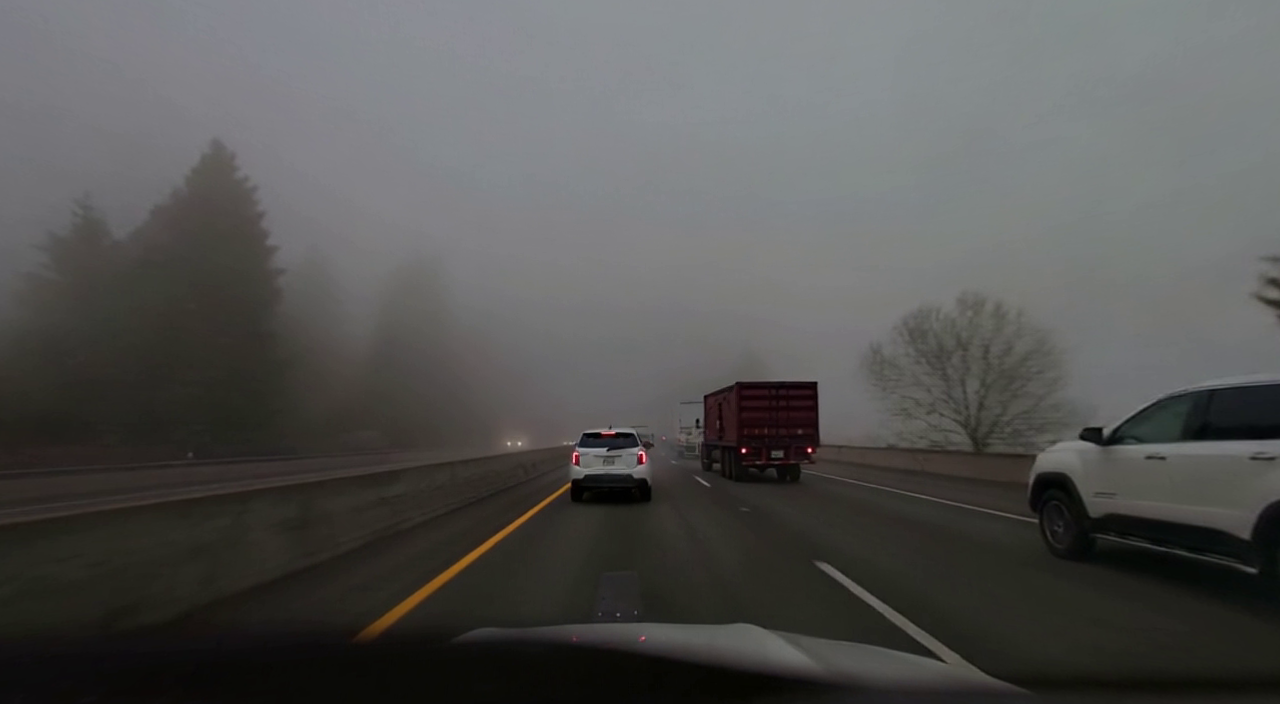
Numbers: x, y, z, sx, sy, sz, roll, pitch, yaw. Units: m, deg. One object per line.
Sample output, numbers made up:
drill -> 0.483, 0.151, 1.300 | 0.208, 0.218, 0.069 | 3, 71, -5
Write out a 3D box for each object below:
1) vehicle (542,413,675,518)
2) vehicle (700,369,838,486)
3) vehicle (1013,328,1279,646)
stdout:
vehicle -> -0.524, 2.049, 12.015 | 2.082, 1.638, 4.055 | 0, -8, -1
vehicle -> 3.765, 2.510, 20.699 | 2.723, 3.027, 8.478 | 0, -7, 0
vehicle -> 4.879, 0.908, 4.518 | 2.011, 1.905, 3.905 | 0, -8, 1
